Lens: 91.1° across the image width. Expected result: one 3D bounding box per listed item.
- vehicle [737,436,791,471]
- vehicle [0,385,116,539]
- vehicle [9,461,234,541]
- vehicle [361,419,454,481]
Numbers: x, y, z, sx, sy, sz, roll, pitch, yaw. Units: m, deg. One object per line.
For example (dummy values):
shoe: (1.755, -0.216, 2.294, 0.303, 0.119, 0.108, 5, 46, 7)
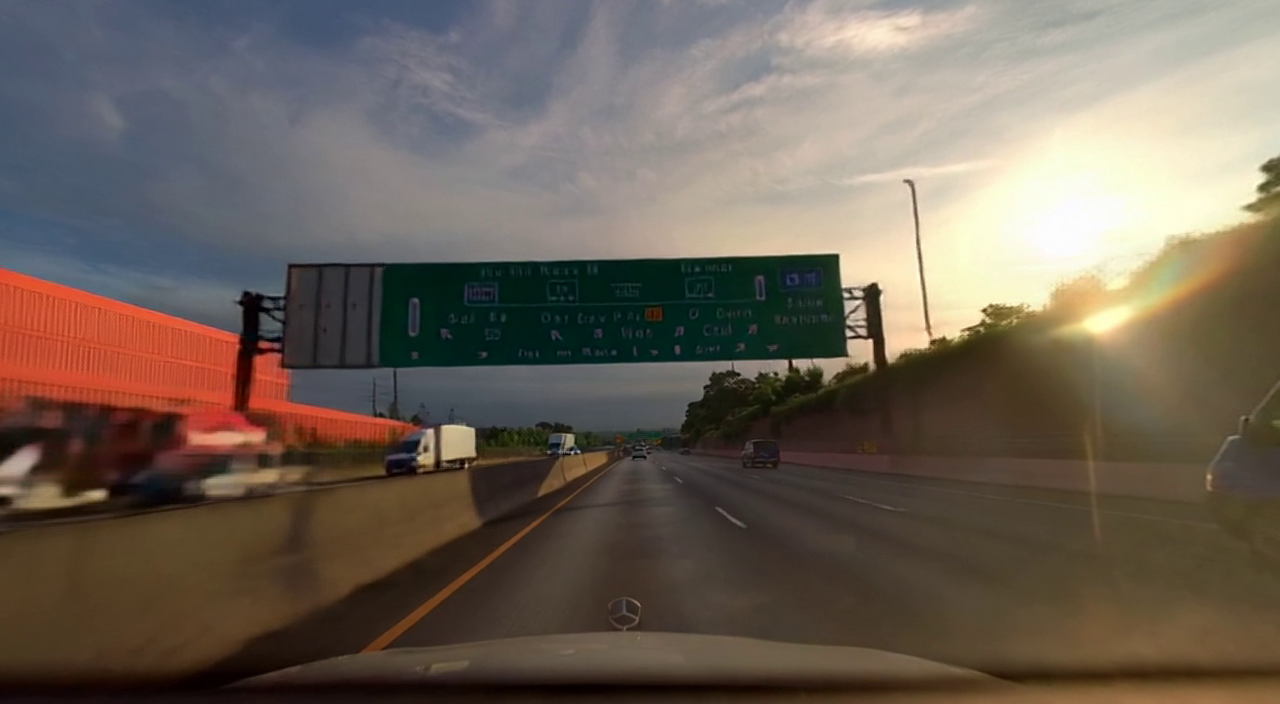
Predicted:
vehicle: (7.384, 6.145, 38.084, 2.156, 1.943, 5.010, 0, -9, -1)
vehicle: (-15.855, 2.478, 14.169, 2.894, 3.430, 5.832, 0, -9, -1)
vehicle: (-11.281, 3.210, 14.112, 1.741, 1.447, 3.839, 0, -9, 0)
vehicle: (-16.292, 6.988, 45.001, 2.966, 3.933, 9.734, 0, -9, 0)
